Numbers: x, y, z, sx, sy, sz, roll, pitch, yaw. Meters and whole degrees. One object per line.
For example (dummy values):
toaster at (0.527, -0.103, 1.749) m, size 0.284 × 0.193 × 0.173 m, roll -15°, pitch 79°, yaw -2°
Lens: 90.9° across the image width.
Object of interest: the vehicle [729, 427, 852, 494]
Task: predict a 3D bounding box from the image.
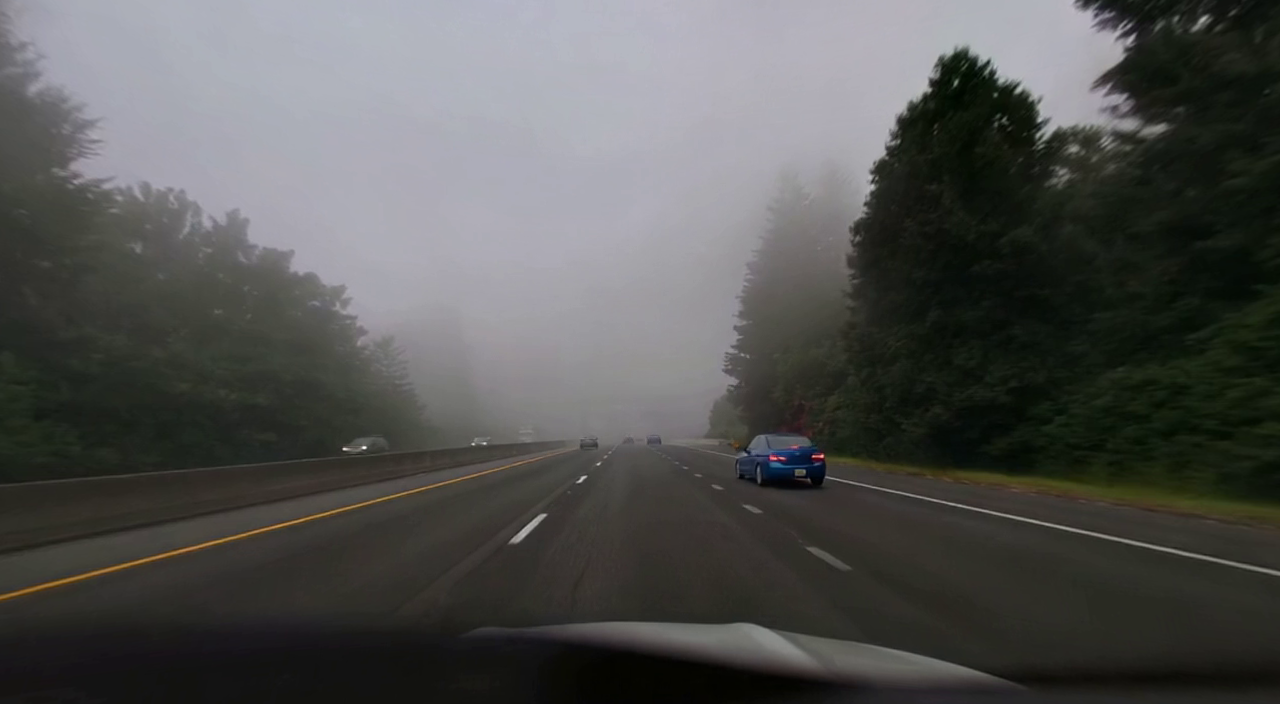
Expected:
vehicle at (3.794, 2.802, 16.788) m, size 2.031 × 1.531 × 4.365 m, roll 0°, pitch -8°, yaw -2°
